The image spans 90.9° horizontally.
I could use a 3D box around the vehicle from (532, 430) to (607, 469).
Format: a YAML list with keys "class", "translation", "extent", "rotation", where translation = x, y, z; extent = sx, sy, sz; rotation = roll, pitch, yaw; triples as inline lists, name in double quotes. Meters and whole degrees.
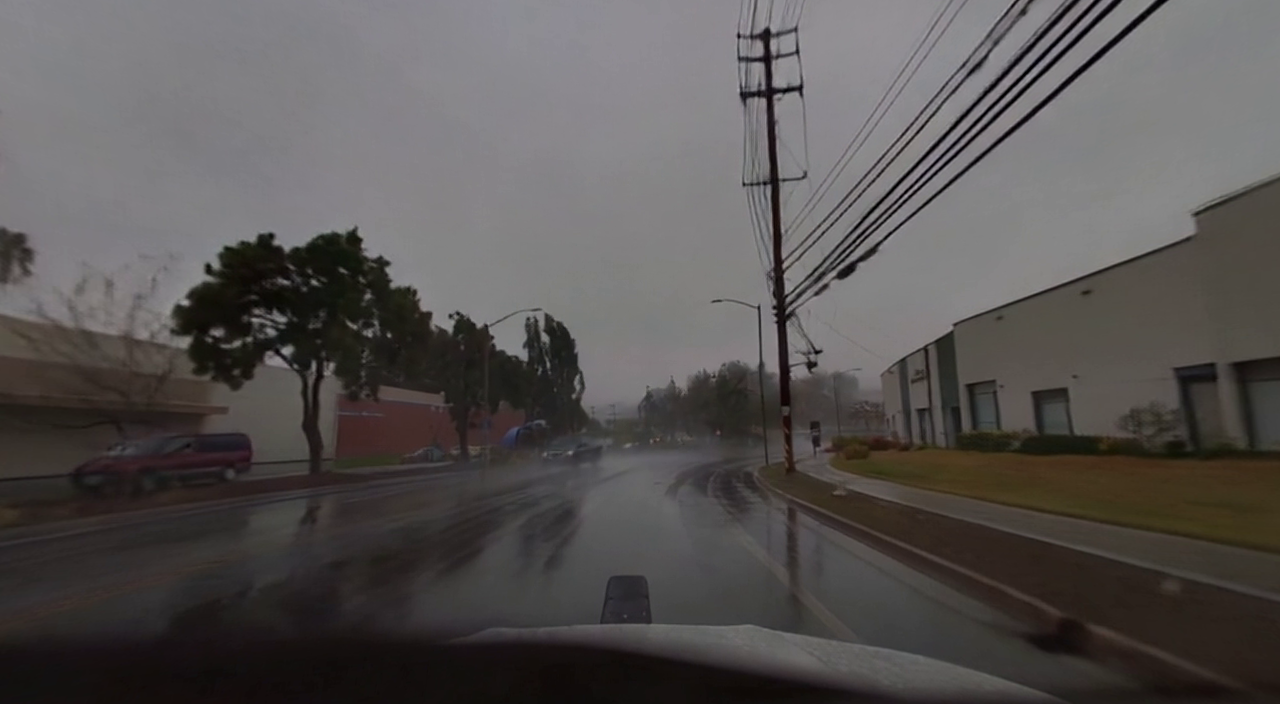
- class: "vehicle"
  translation: [-3.787, 5.394, 35.041]
  extent: [2.490, 1.961, 5.553]
  rotation: [-2, -8, 12]

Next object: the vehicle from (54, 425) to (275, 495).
- class: "vehicle"
  translation: [-16.447, 3.848, 22.547]
  extent: [2.502, 2.113, 6.488]
  rotation: [-1, -10, 4]

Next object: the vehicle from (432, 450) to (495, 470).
- class: "vehicle"
  translation: [-13.504, 8.245, 48.200]
  extent: [4.513, 1.450, 2.078]
  rotation: [-6, -9, 31]
